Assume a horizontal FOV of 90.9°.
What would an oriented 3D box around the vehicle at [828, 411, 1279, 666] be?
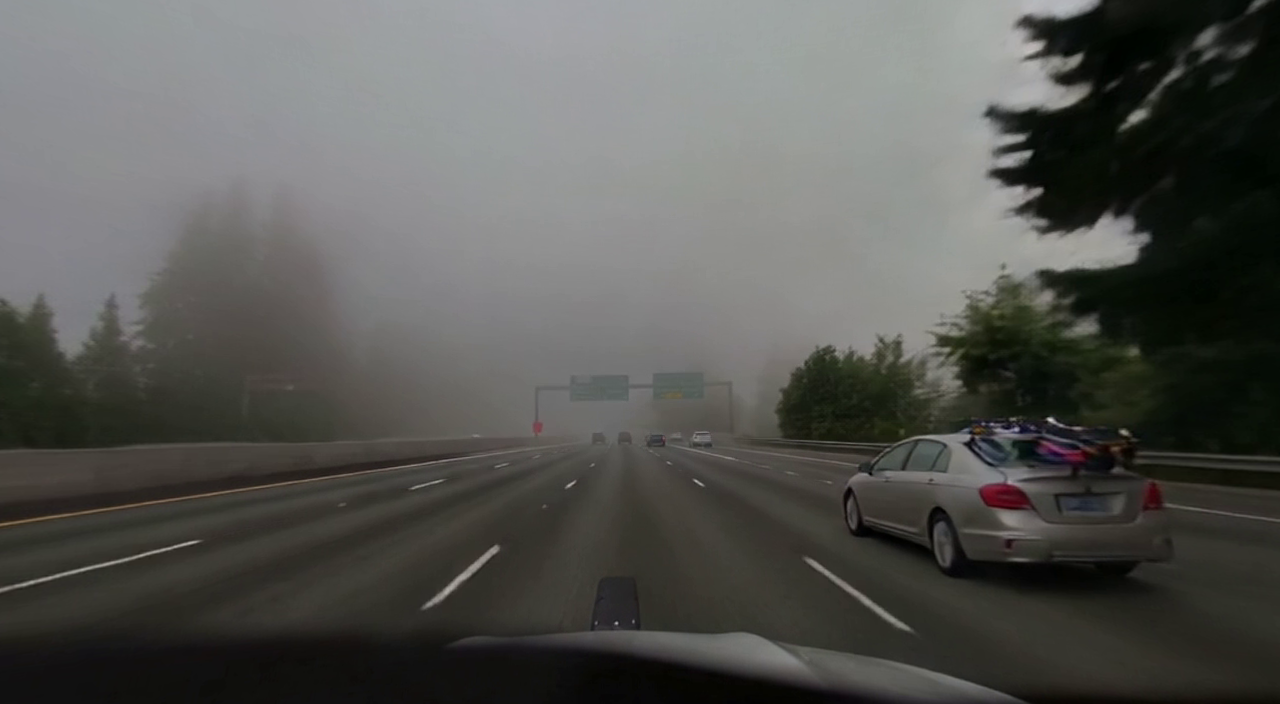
[{"bbox_3d":[3.606,1.368,5.957,2.094,1.441,4.568,0,-8,-2],"label":"vehicle"}]
